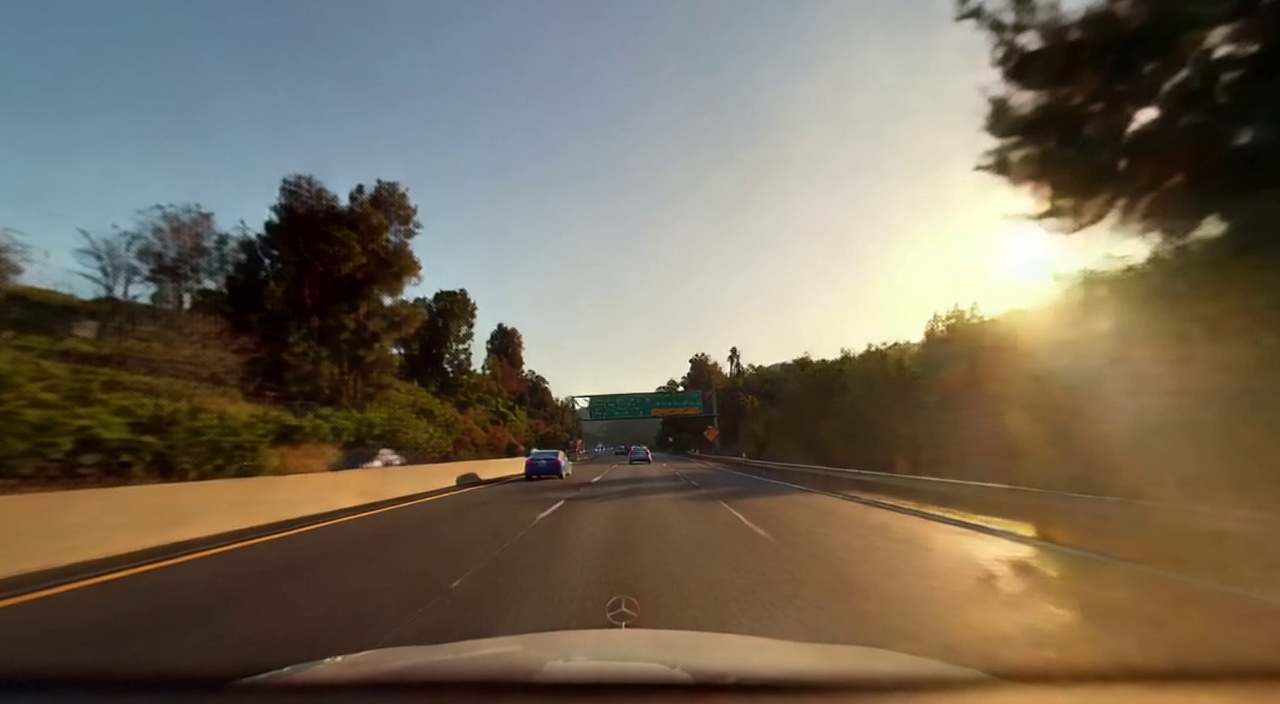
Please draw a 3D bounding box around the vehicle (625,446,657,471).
[{"bbox_3d":[0.069,7.123,42.213,2.011,1.590,3.607,0,-9,0],"label":"vehicle"}]

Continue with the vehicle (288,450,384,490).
[{"bbox_3d":[-12.750,4.939,26.768,1.827,1.493,4.634,0,-9,-1],"label":"vehicle"}]

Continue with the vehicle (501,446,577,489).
[{"bbox_3d":[-3.753,4.383,24.303,2.157,1.483,4.601,0,-9,1],"label":"vehicle"}]
